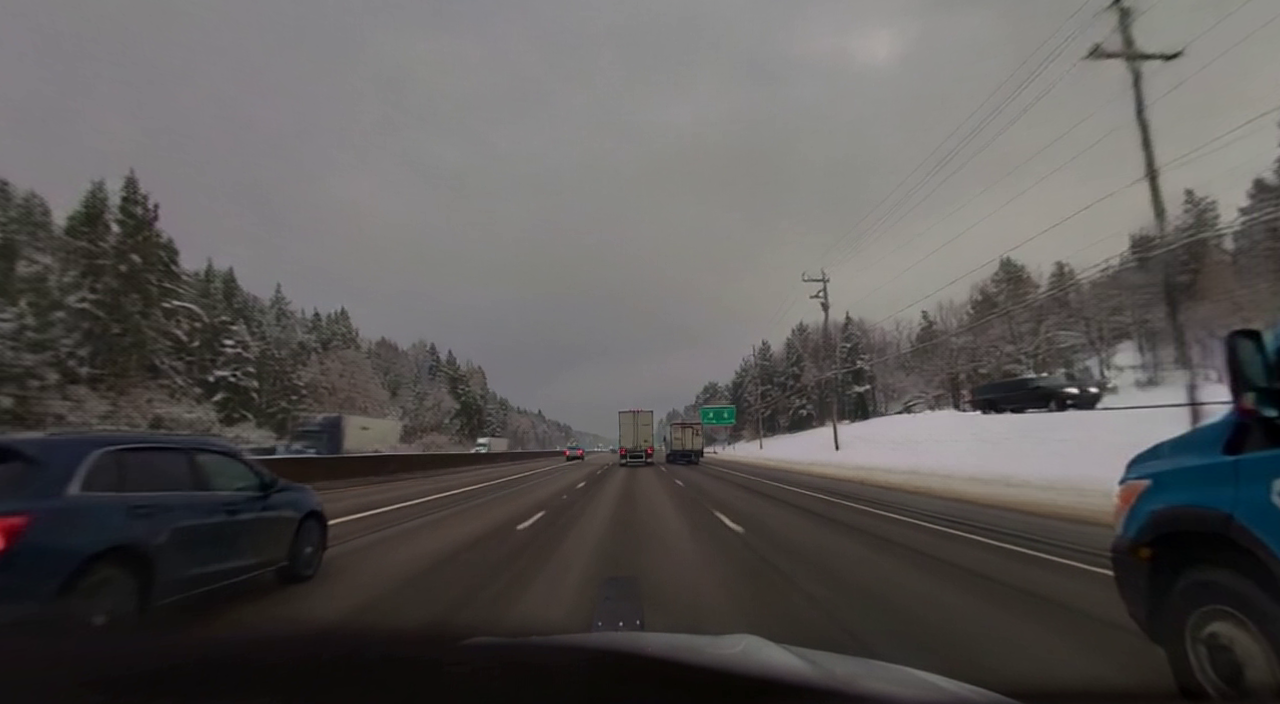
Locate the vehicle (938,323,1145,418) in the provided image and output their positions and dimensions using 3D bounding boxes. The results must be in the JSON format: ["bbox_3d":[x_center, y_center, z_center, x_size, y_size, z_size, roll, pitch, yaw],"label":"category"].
[{"bbox_3d":[25.409,1.794,41.971,2.982,3.944,15.603,-4,-10,-2],"label":"vehicle"}]

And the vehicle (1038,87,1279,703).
[{"bbox_3d":[3.632,0.083,0.622,2.338,2.690,6.025,0,-9,-1],"label":"vehicle"}]

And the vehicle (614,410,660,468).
[{"bbox_3d":[-0.208,6.868,49.335,3.201,4.019,10.918,0,-9,0],"label":"vehicle"}]

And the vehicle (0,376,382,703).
[{"bbox_3d":[-3.818,1.193,4.330,2.175,1.646,4.525,0,-9,0],"label":"vehicle"}]
